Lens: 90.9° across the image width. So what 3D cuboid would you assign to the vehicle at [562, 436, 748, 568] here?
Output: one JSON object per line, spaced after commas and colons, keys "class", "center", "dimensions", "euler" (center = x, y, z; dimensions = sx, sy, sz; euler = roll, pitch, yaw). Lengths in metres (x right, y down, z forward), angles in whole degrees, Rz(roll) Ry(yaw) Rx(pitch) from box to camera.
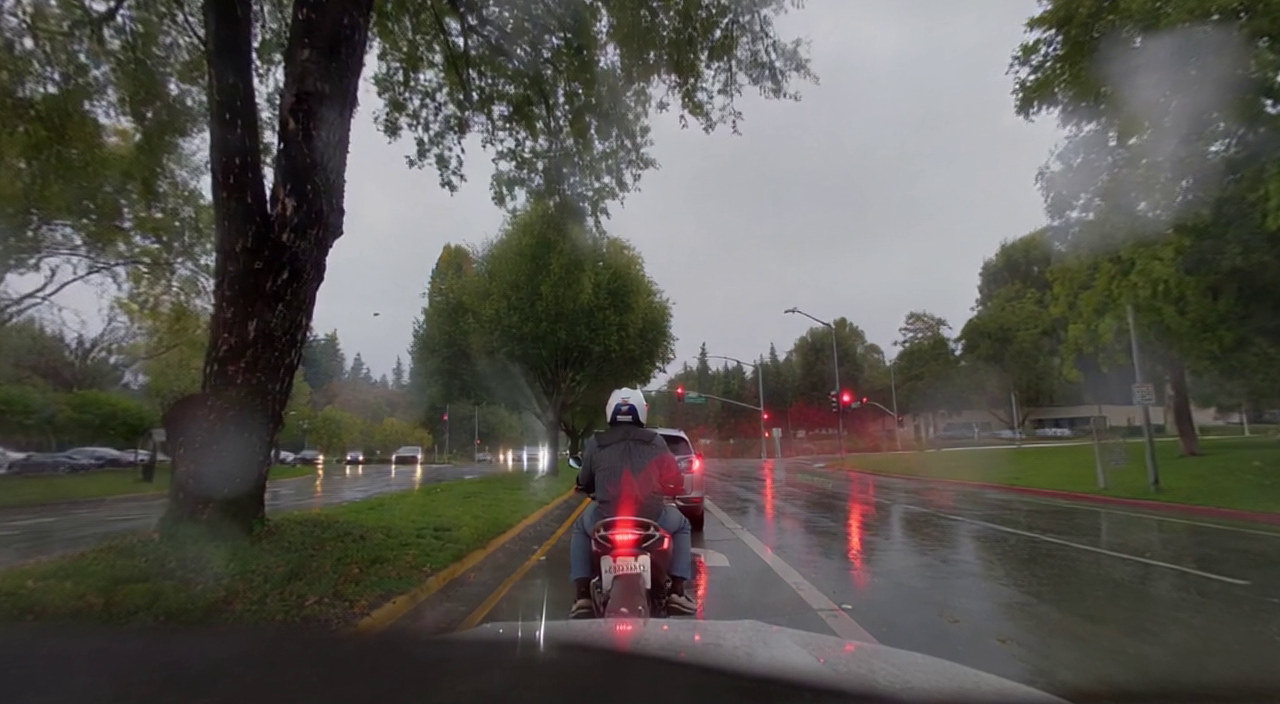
{"class": "vehicle", "center": [0.127, 2.022, 9.406], "dimensions": [2.093, 1.450, 4.437], "euler": [0, -8, -1]}
